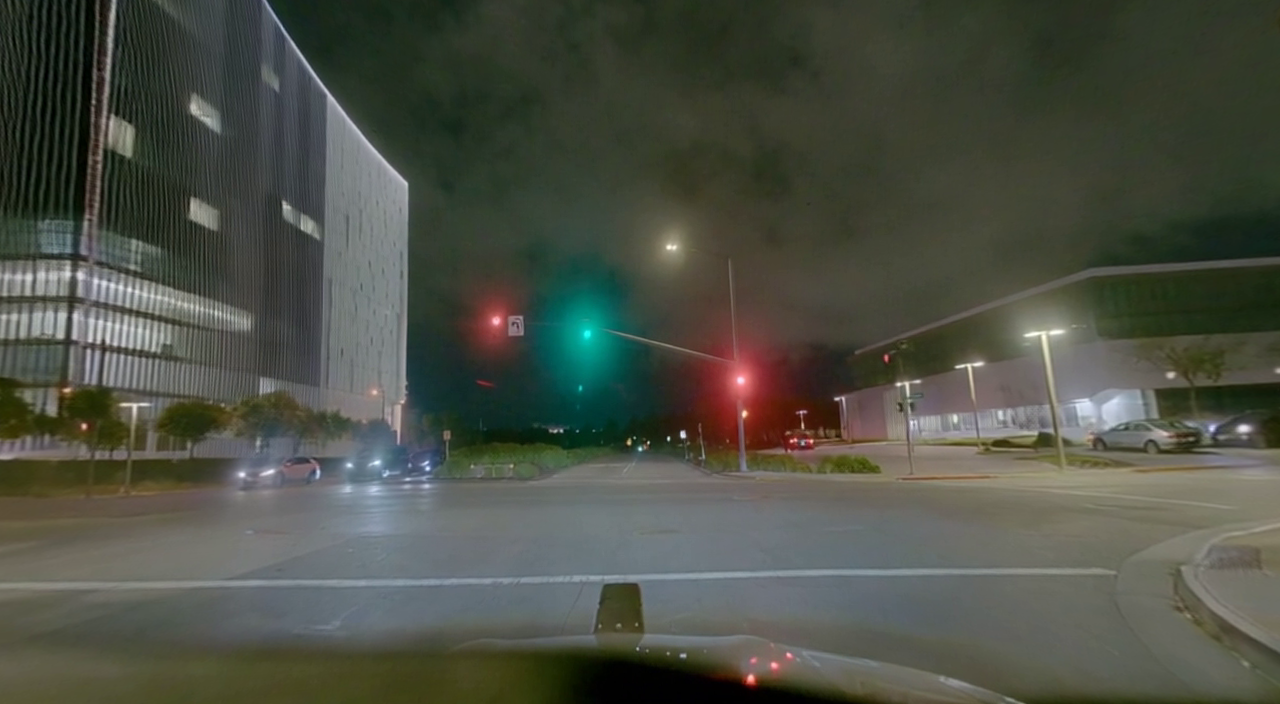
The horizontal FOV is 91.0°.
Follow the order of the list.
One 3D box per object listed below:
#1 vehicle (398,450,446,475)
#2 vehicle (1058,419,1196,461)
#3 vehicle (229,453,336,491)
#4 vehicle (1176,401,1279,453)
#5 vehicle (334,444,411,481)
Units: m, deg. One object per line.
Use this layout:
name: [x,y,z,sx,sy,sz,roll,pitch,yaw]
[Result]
vehicle: [-15.152,7.649,43.957,1.932,1.605,4.146,0,-9,-1]
vehicle: [19.079,3.509,24.975,1.834,1.480,4.458,1,-9,-1]
vehicle: [-14.892,4.989,26.547,1.790,1.437,4.349,0,-9,2]
vehicle: [24.391,2.993,24.713,2.109,1.836,5.080,-2,-10,-1]
vehicle: [-14.866,6.136,35.369,2.091,1.915,5.040,0,-9,0]
